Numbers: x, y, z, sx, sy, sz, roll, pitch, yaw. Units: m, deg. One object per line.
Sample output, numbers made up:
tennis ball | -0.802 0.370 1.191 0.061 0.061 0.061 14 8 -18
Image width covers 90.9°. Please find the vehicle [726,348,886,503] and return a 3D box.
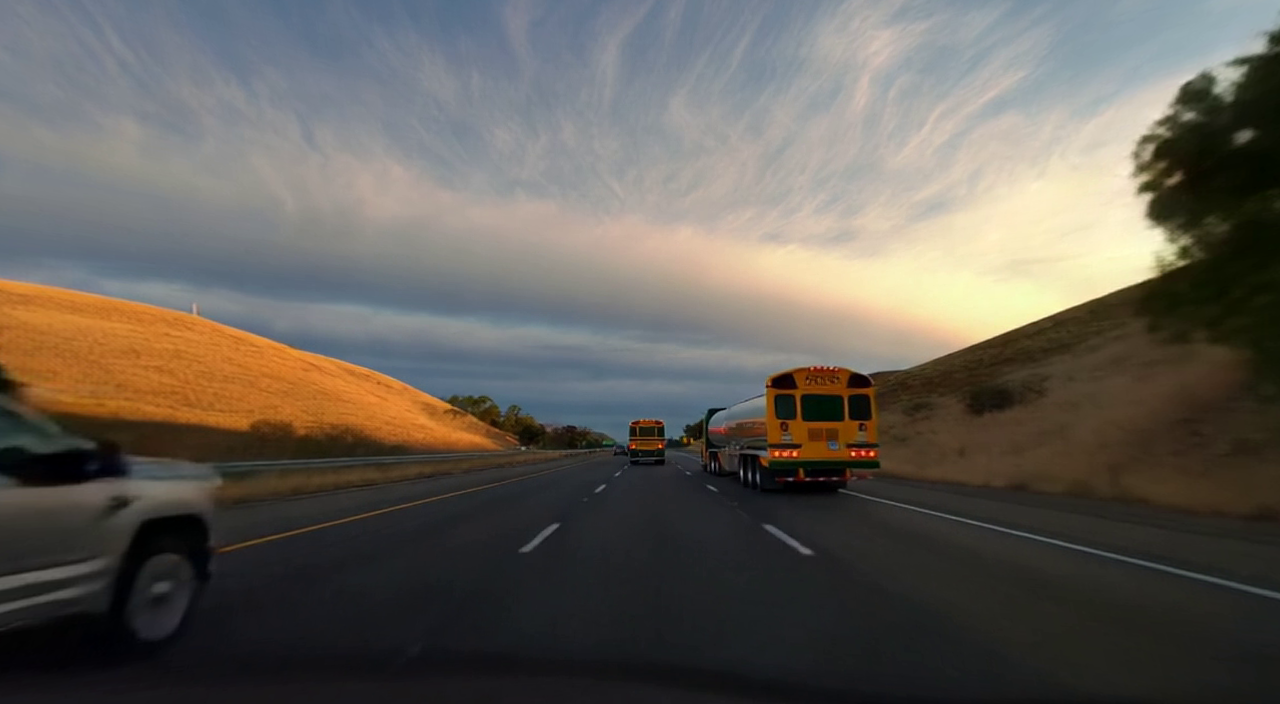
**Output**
vehicle | 4.450 2.252 18.677 2.716 3.705 7.018 0 -8 0

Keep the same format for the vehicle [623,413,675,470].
vehicle | 0.552 5.932 41.721 2.948 3.265 10.569 0 -8 0

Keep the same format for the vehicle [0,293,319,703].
vehicle | -3.688 0.650 1.910 2.241 1.927 5.833 0 -8 1
